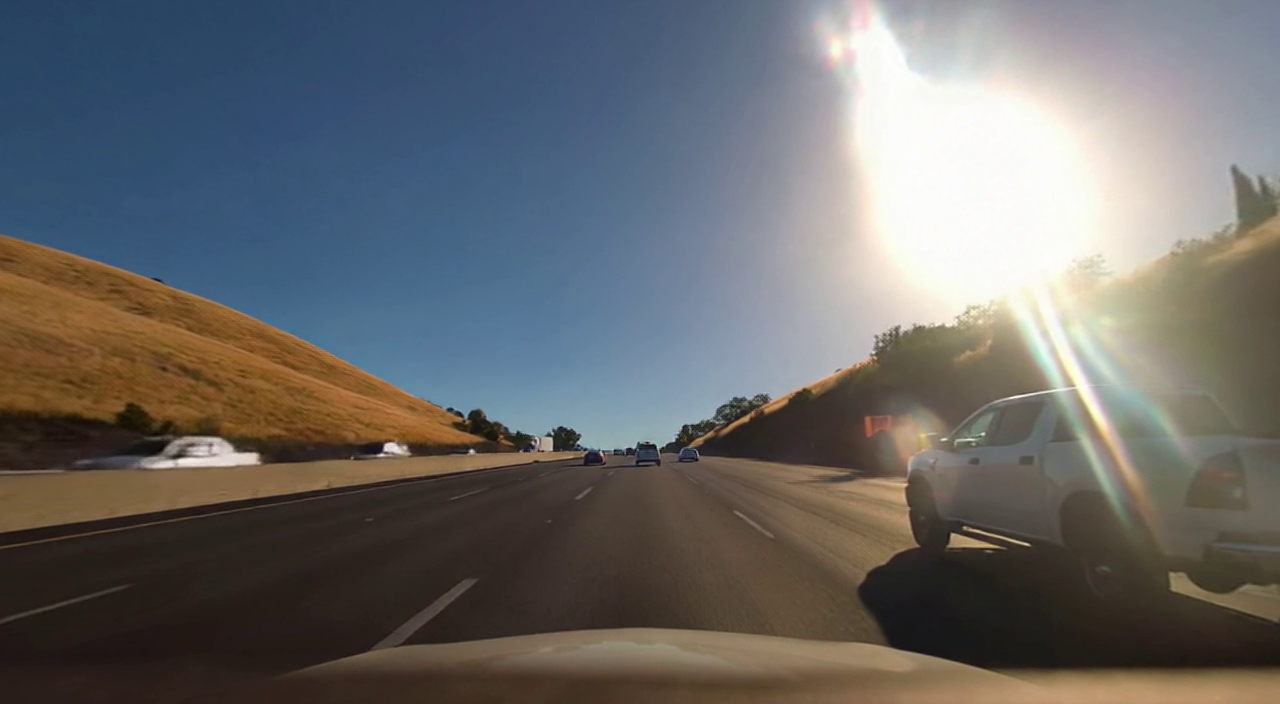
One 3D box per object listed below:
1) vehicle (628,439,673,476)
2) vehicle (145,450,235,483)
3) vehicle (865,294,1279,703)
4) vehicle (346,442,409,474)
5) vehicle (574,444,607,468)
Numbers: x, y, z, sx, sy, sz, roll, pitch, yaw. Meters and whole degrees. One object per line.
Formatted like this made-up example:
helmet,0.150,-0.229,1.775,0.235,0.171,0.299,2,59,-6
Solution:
vehicle,0.478,5.199,31.327,2.086,1.685,4.206,0,-8,0
vehicle,-19.225,4.885,27.098,1.455,1.316,3.206,0,-8,1
vehicle,4.202,1.047,4.901,2.700,1.980,5.866,0,-8,0
vehicle,-12.407,5.001,29.959,1.471,1.394,3.294,0,-8,2
vehicle,-3.573,7.565,46.154,2.076,1.690,4.113,0,-8,1
